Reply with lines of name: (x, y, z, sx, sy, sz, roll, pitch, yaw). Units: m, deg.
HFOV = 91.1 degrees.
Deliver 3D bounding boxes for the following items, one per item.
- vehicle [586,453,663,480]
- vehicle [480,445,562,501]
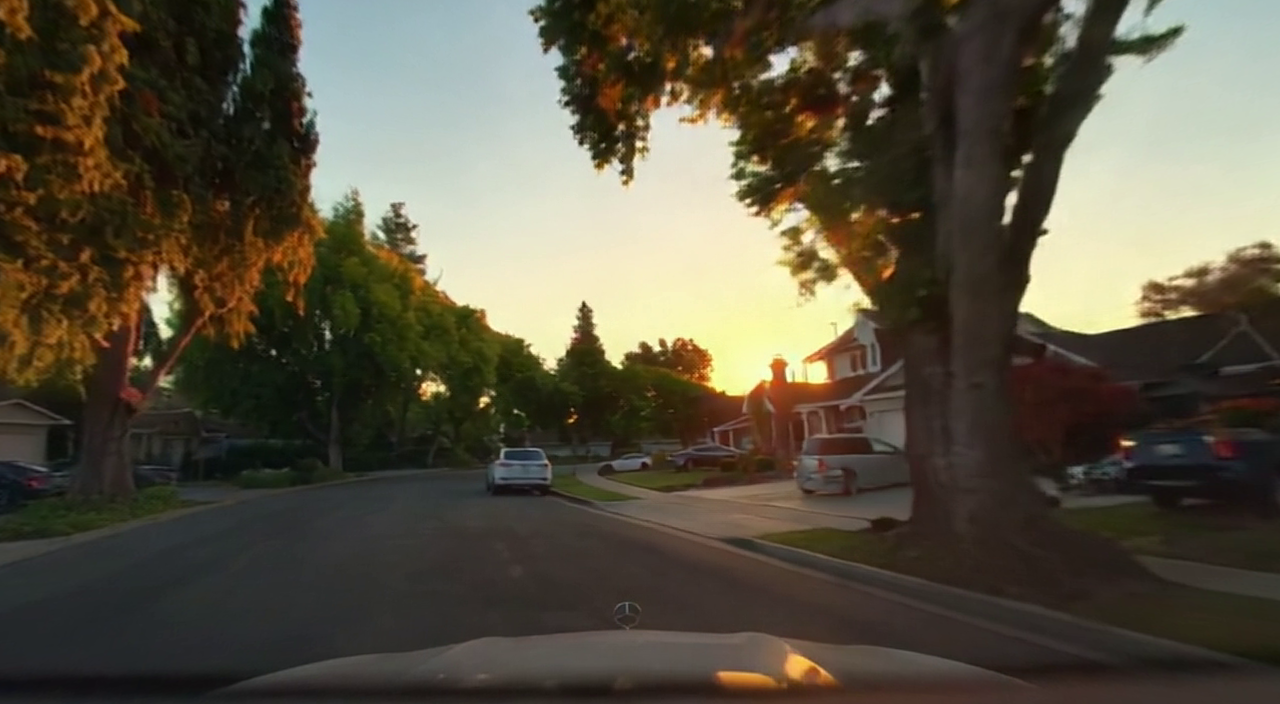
vehicle: (-0.960, 6.790, 37.280, 4.457, 1.510, 1.762, 1, -8, -3)
vehicle: (-4.351, 4.200, 22.390, 2.163, 1.760, 4.591, 3, -9, -19)
